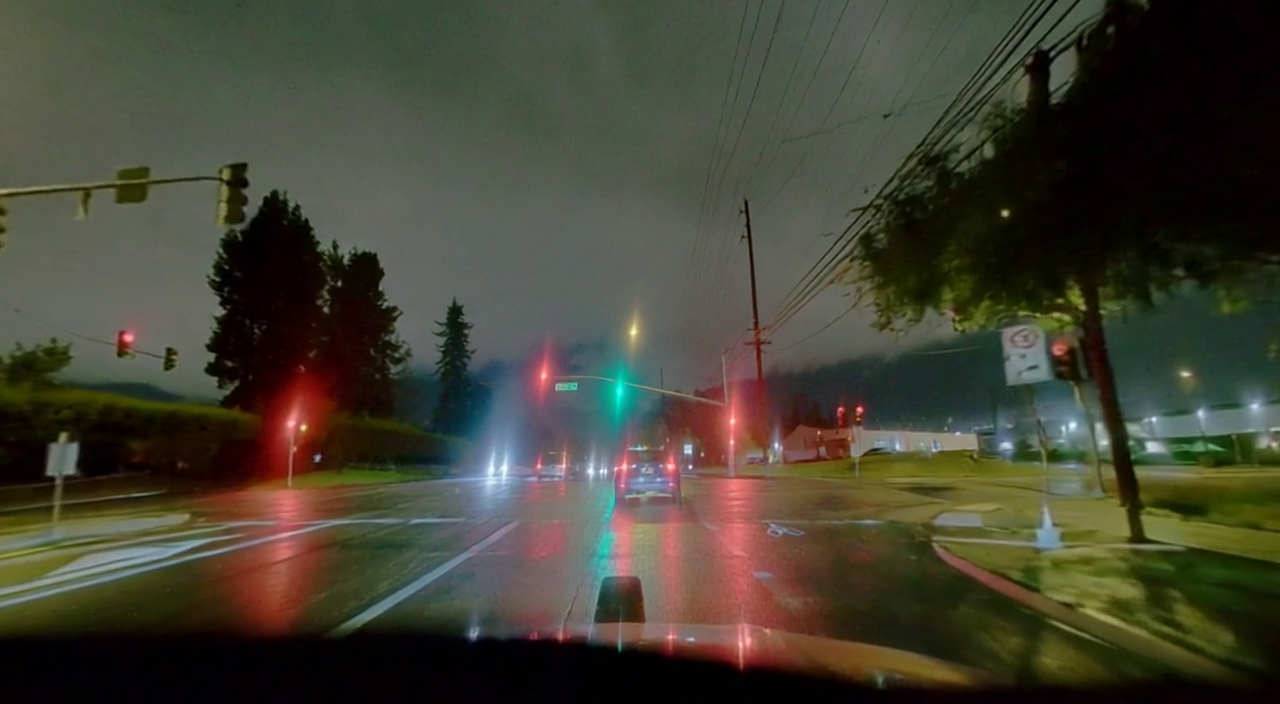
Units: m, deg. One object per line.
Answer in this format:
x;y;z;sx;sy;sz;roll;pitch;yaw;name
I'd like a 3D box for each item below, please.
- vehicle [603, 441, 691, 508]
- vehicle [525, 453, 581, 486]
0.146;3.328;17.550;2.156;1.636;3.923;0;-9;-1;vehicle
-4.225;5.792;31.379;2.153;1.474;4.284;0;-9;1;vehicle
